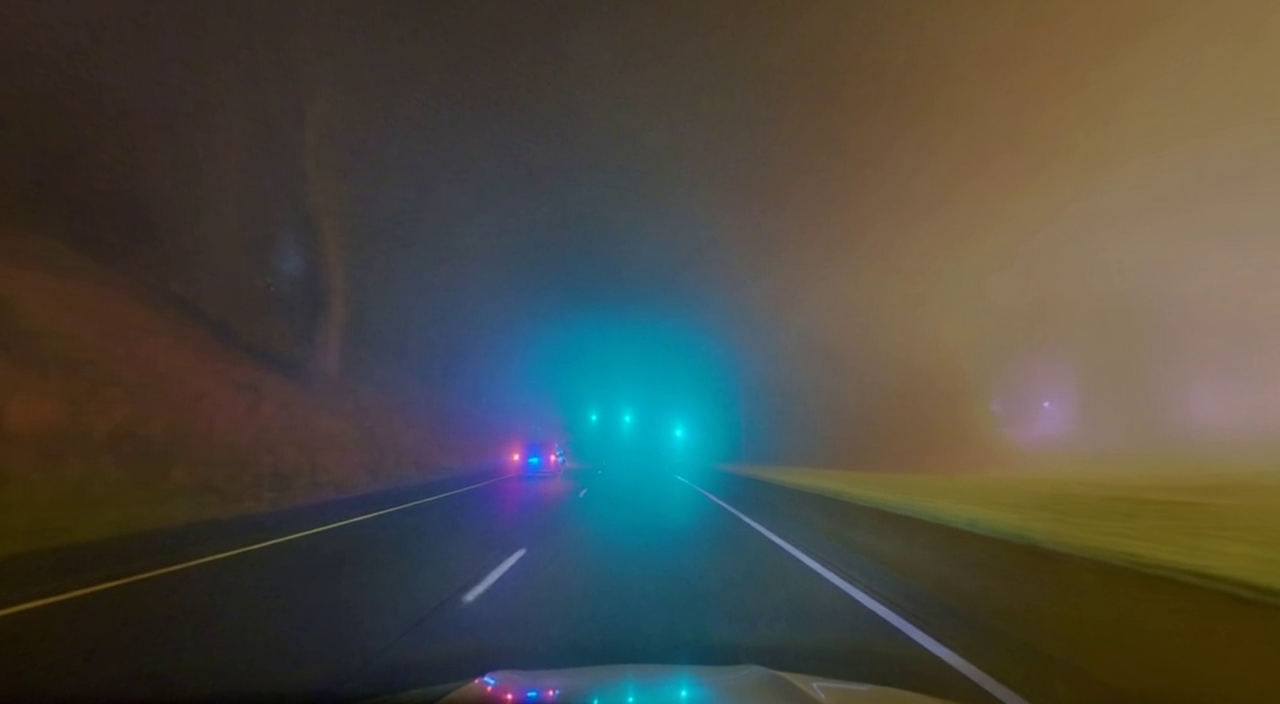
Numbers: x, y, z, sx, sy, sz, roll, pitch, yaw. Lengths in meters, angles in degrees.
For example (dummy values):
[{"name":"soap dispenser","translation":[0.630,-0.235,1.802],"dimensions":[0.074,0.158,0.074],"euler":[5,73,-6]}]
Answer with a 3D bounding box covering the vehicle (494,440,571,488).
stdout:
[{"name":"vehicle","translation":[-3.684,3.908,22.405],"dimensions":[1.968,1.503,4.443],"euler":[0,-8,0]}]
